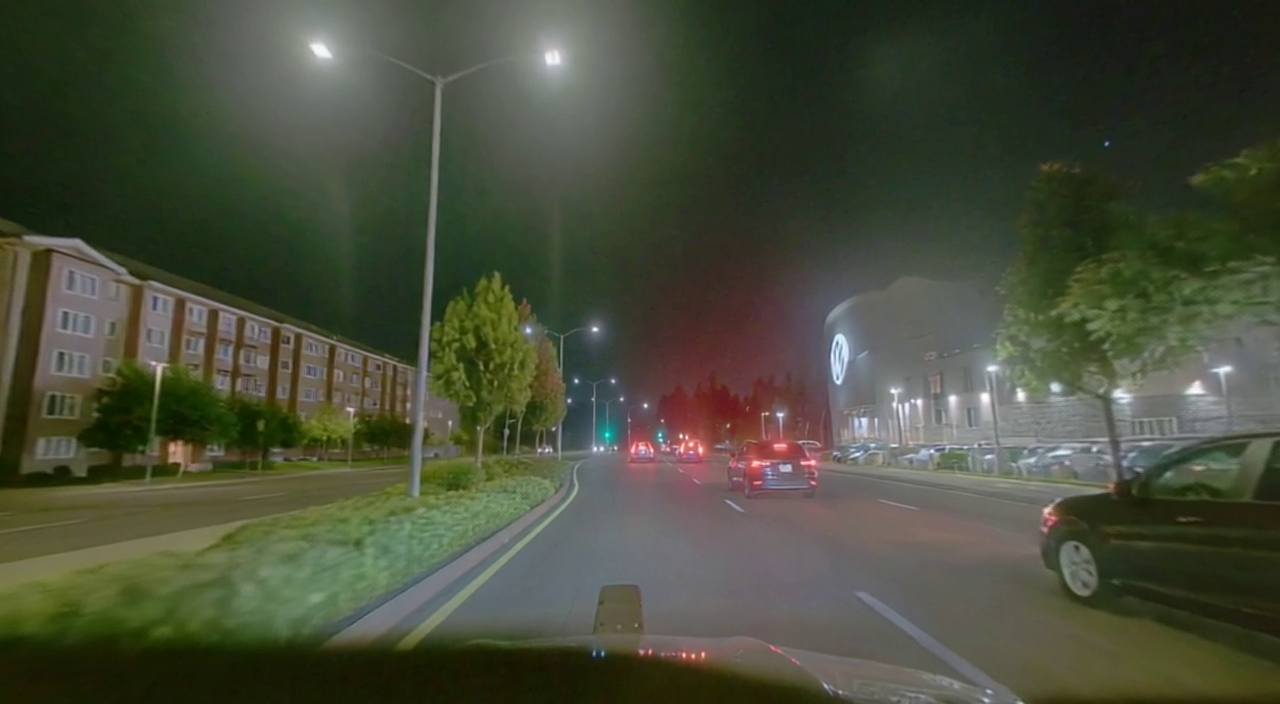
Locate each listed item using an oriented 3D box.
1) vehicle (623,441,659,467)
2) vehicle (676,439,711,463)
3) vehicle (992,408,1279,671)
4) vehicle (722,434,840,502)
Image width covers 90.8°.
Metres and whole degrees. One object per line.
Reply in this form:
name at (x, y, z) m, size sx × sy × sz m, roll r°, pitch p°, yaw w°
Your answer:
vehicle at (0.021, 6.202, 38.448) m, size 2.095 × 1.456 × 3.873 m, roll 0°, pitch -9°, yaw -1°
vehicle at (3.750, 7.126, 45.354) m, size 2.041 × 1.611 × 4.426 m, roll 0°, pitch -9°, yaw -1°
vehicle at (4.740, 1.129, 3.994) m, size 2.098 × 1.507 × 4.655 m, roll 0°, pitch -9°, yaw -4°
vehicle at (3.522, 3.003, 16.781) m, size 1.953 × 1.514 × 4.672 m, roll 0°, pitch -9°, yaw -1°
